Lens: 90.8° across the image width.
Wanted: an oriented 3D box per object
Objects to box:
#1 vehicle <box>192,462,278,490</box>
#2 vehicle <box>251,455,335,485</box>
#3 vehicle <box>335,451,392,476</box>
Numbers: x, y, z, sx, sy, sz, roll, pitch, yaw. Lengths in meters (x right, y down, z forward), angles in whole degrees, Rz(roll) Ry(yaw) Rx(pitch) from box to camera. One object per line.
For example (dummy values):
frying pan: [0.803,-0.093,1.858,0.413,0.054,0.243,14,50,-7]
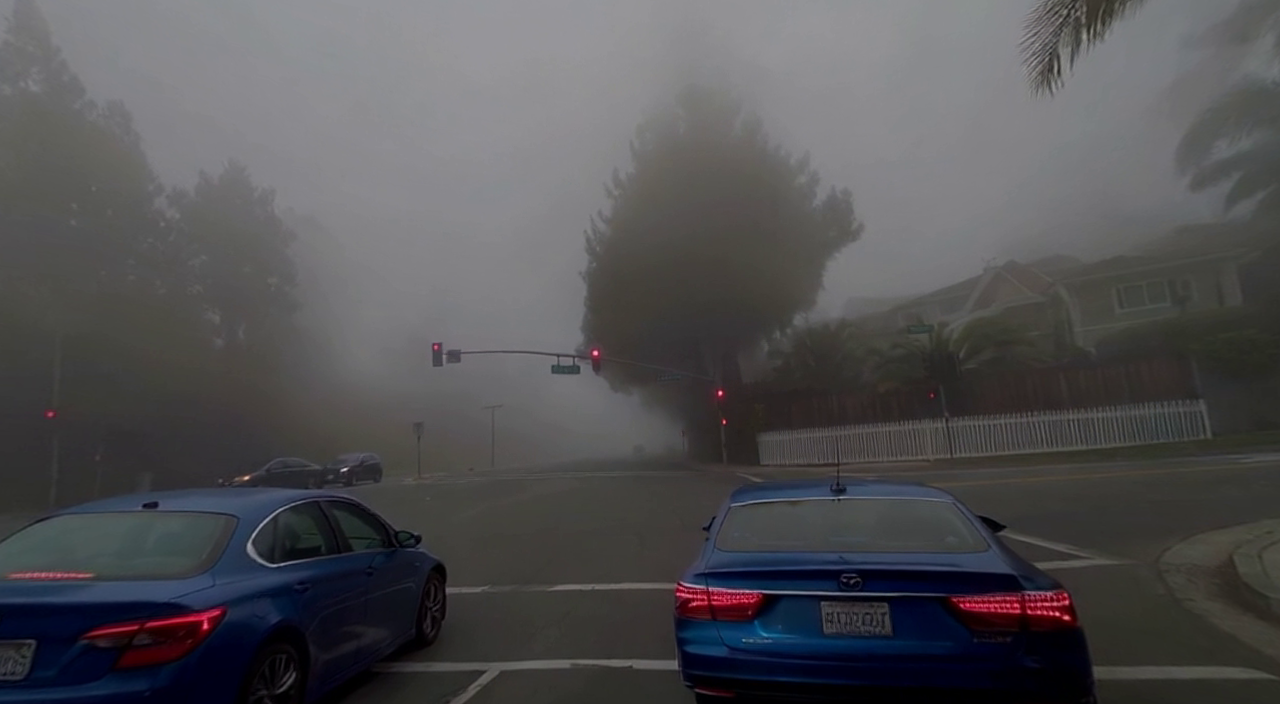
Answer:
vehicle: [-24.097,7.362,37.843,2.019,1.427,4.630,0,-9,1]
vehicle: [-20.048,6.804,36.768,2.084,1.528,4.778,-1,-9,2]
vehicle: [-19.893,7.996,45.628,1.929,1.644,4.763,0,-9,1]
